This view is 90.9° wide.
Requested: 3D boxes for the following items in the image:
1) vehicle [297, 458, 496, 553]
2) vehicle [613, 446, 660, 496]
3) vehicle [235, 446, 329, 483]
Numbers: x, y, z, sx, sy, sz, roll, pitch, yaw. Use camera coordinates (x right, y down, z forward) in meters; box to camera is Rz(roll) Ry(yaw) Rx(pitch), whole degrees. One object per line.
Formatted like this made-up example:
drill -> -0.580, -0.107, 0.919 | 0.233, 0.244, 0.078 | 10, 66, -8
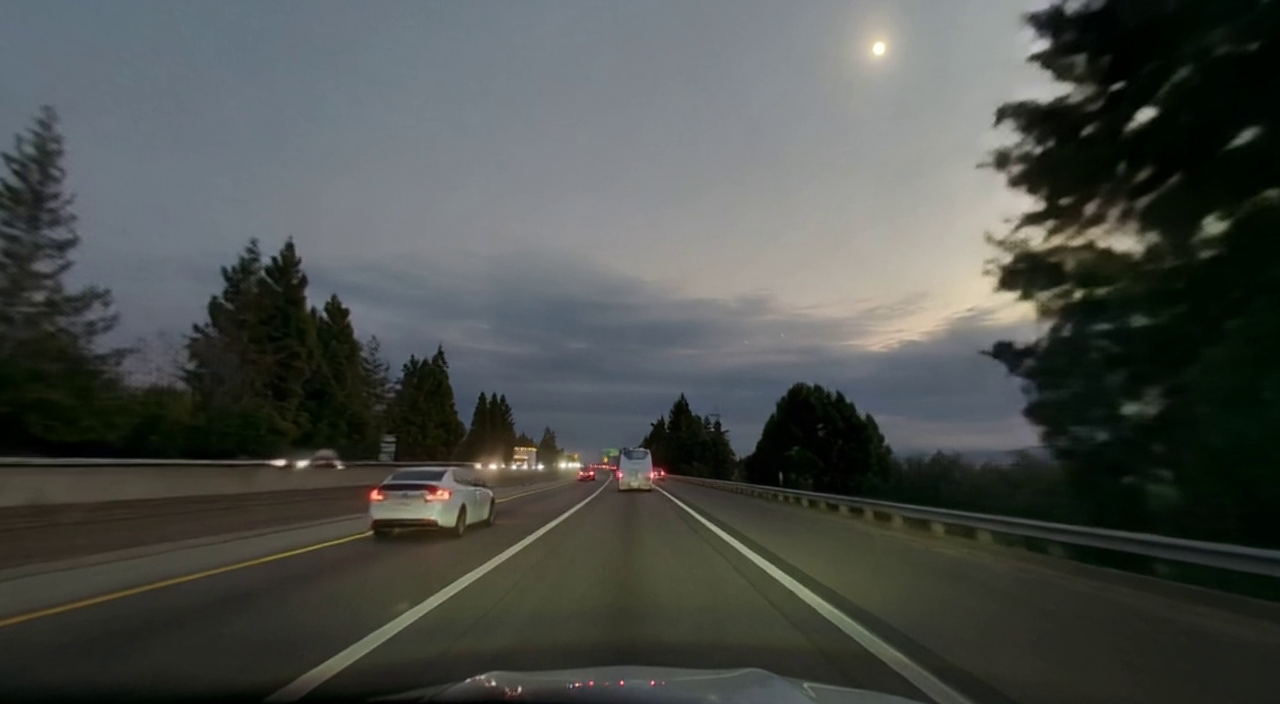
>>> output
vehicle -> -4.480, 2.923, 12.564 | 2.128, 1.491, 4.508 | 1, -11, 0
vehicle -> -0.246, 6.818, 36.072 | 2.482, 2.549, 5.447 | 1, -11, -1
vehicle -> -17.453, 5.546, 30.995 | 1.905, 1.621, 4.629 | 1, -11, -1
